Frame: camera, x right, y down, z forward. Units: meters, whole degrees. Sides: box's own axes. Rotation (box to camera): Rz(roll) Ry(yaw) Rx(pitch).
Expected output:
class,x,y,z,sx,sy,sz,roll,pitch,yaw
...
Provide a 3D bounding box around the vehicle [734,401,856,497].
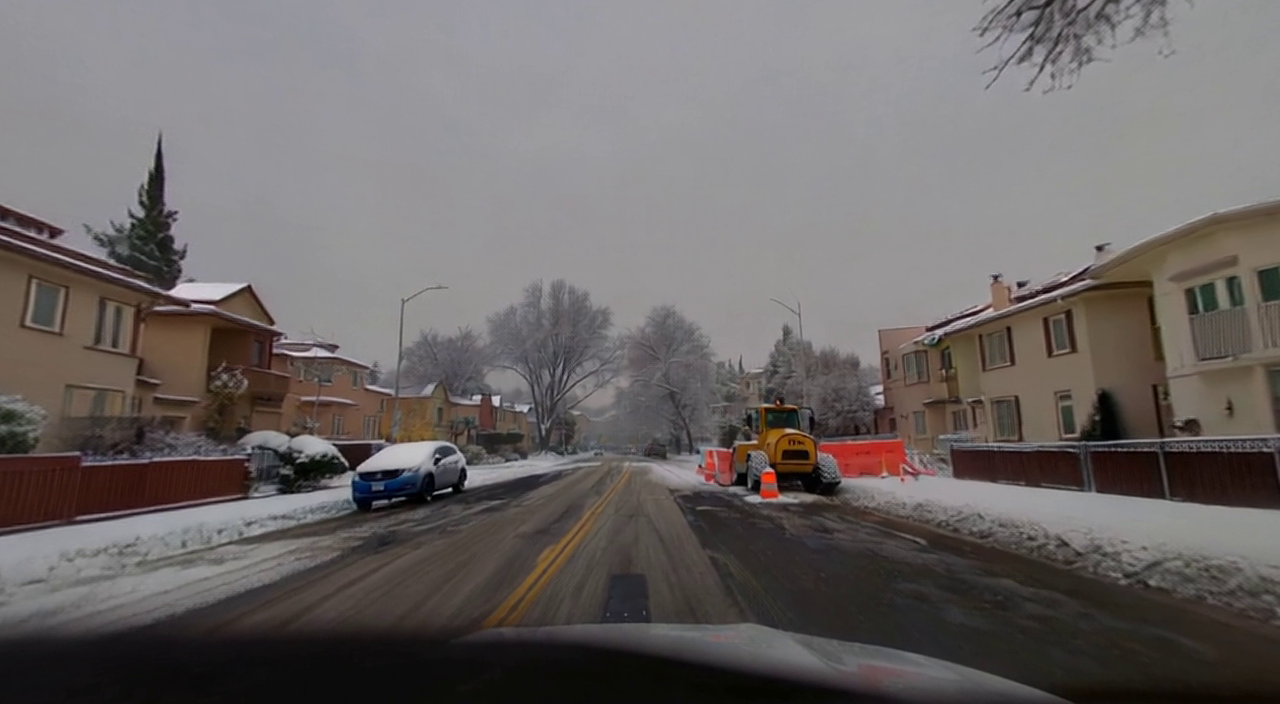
class,x,y,z,sx,sy,sz,roll,pitch,yaw
vehicle,4.567,2.944,19.237,2.501,2.613,3.505,1,-9,-5

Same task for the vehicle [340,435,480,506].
class,x,y,z,sx,sy,sz,roll,pitch,yaw
vehicle,-6.473,3.338,18.469,2.220,1.765,4.799,-1,-8,1
